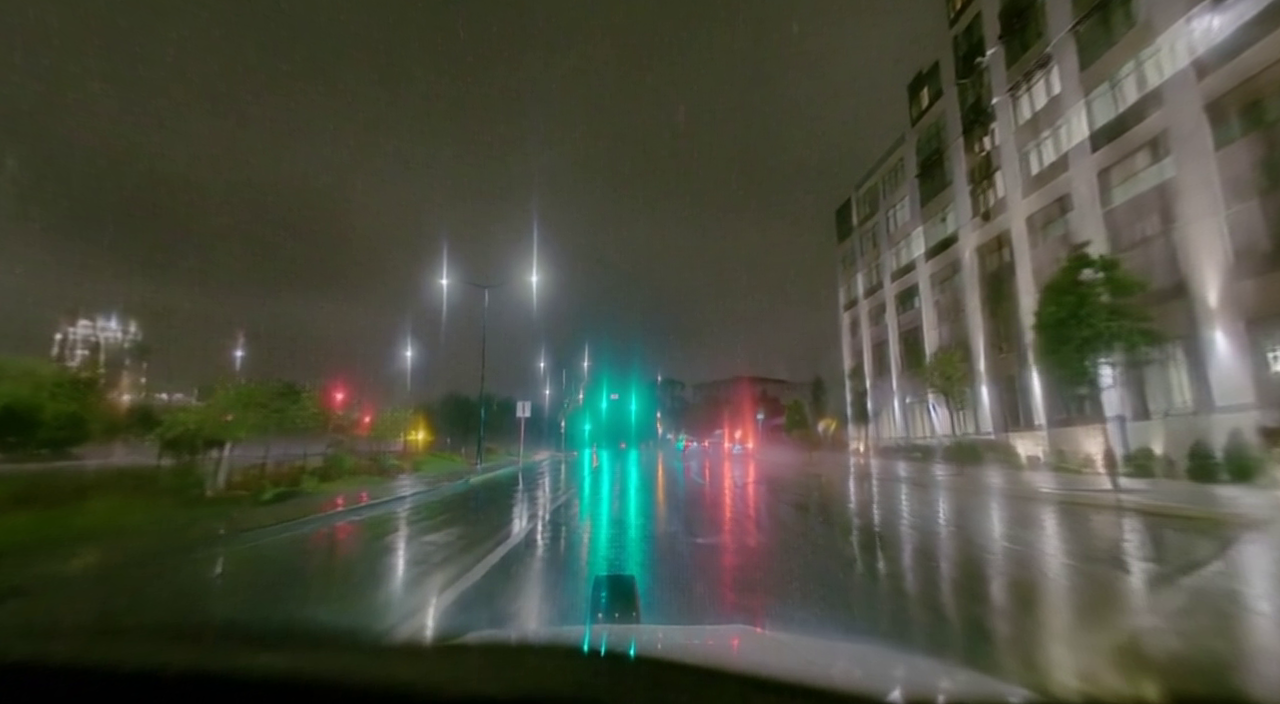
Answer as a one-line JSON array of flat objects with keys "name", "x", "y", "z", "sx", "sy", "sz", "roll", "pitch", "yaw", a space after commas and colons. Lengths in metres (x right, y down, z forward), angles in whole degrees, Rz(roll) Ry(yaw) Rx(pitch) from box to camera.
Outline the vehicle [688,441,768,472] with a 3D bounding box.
[{"name": "vehicle", "x": 4.642, "y": 5.457, "z": 33.154, "sx": 3.844, "sy": 1.524, "sz": 1.847, "roll": 5, "pitch": -10, "yaw": -31}]
